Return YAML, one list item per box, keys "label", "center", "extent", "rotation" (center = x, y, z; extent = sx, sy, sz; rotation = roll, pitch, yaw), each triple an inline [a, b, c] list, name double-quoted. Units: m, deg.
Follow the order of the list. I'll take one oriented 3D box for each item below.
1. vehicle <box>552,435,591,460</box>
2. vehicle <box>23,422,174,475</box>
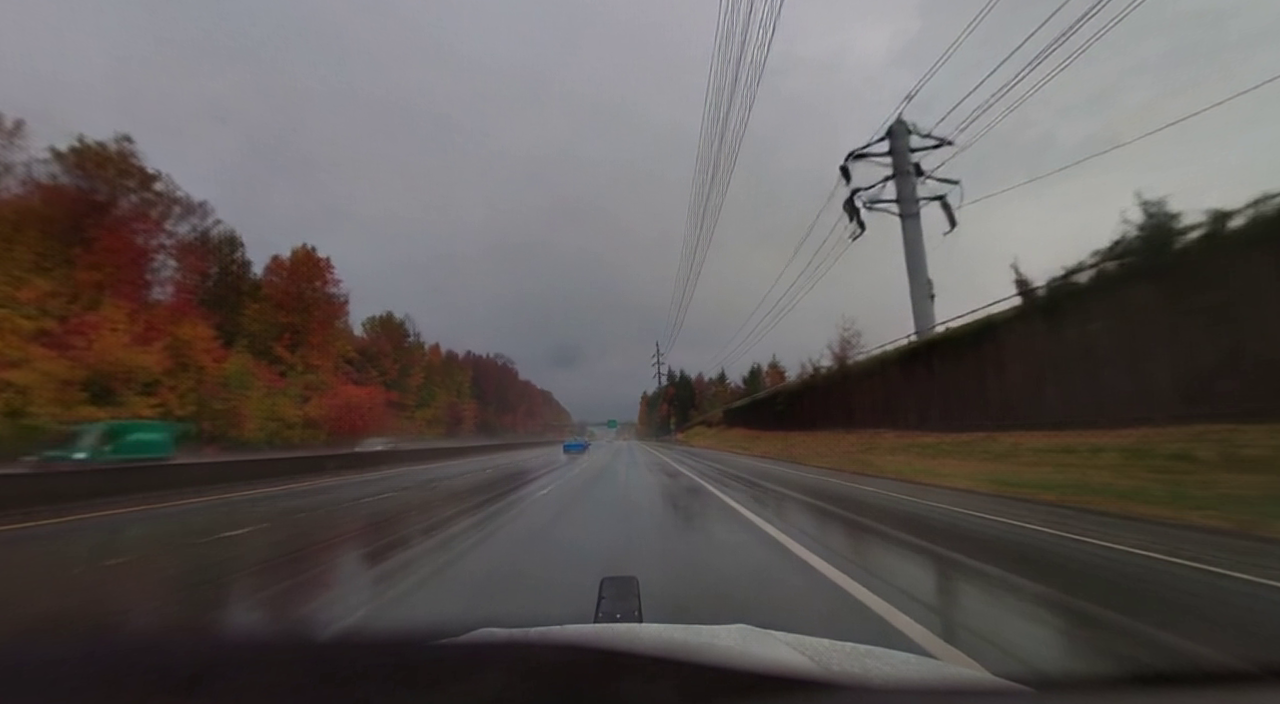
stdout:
- label: "vehicle"
  center: [-4.180, 5.877, 38.960]
  extent: [2.025, 1.475, 4.379]
  rotation: [0, -8, -2]
- label: "vehicle"
  center: [-24.686, 4.403, 29.047]
  extent: [2.195, 2.215, 5.366]
  rotation: [0, -8, -1]
